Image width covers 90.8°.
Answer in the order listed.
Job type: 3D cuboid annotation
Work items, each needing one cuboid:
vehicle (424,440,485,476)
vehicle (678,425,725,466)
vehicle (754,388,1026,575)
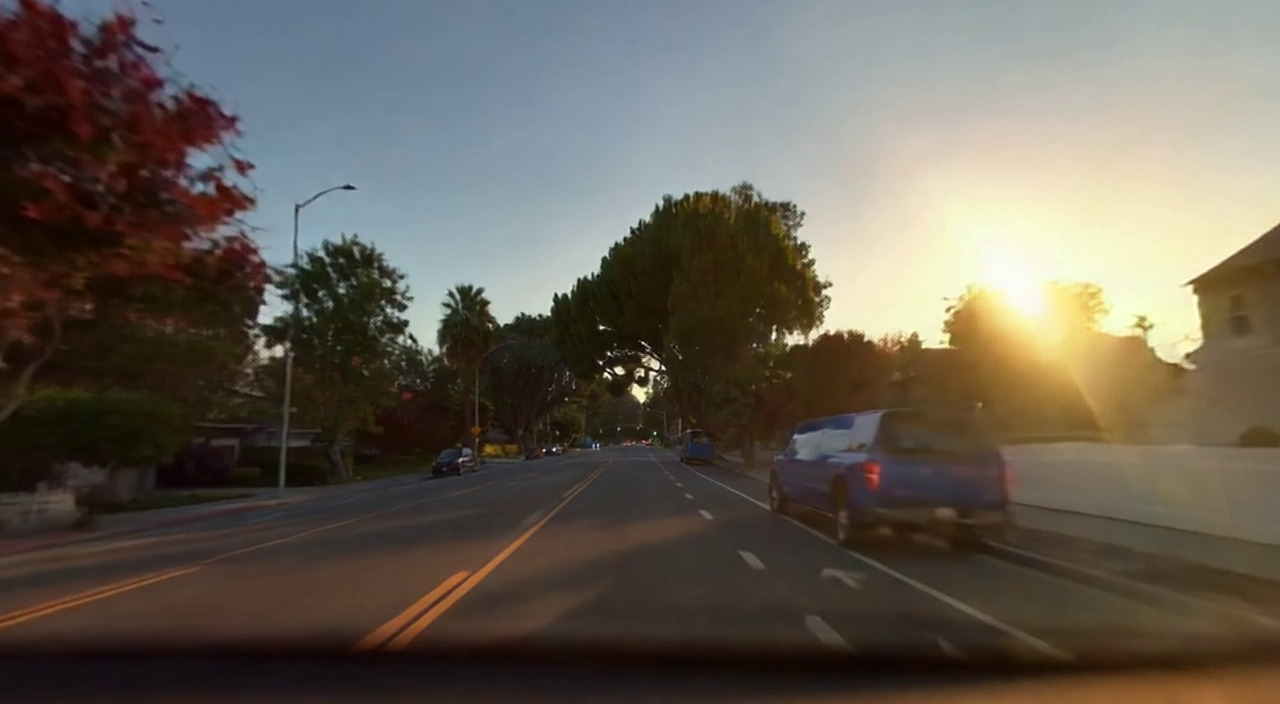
[{"bbox_3d":[-11.195,6.386,38.454,2.301,1.855,4.983,-4,-8,-1],"label":"vehicle"},{"bbox_3d":[3.954,6.106,41.442,2.459,2.452,5.731,1,-8,-1],"label":"vehicle"},{"bbox_3d":[3.738,2.050,11.039,2.504,2.114,6.073,5,-8,3],"label":"vehicle"}]
